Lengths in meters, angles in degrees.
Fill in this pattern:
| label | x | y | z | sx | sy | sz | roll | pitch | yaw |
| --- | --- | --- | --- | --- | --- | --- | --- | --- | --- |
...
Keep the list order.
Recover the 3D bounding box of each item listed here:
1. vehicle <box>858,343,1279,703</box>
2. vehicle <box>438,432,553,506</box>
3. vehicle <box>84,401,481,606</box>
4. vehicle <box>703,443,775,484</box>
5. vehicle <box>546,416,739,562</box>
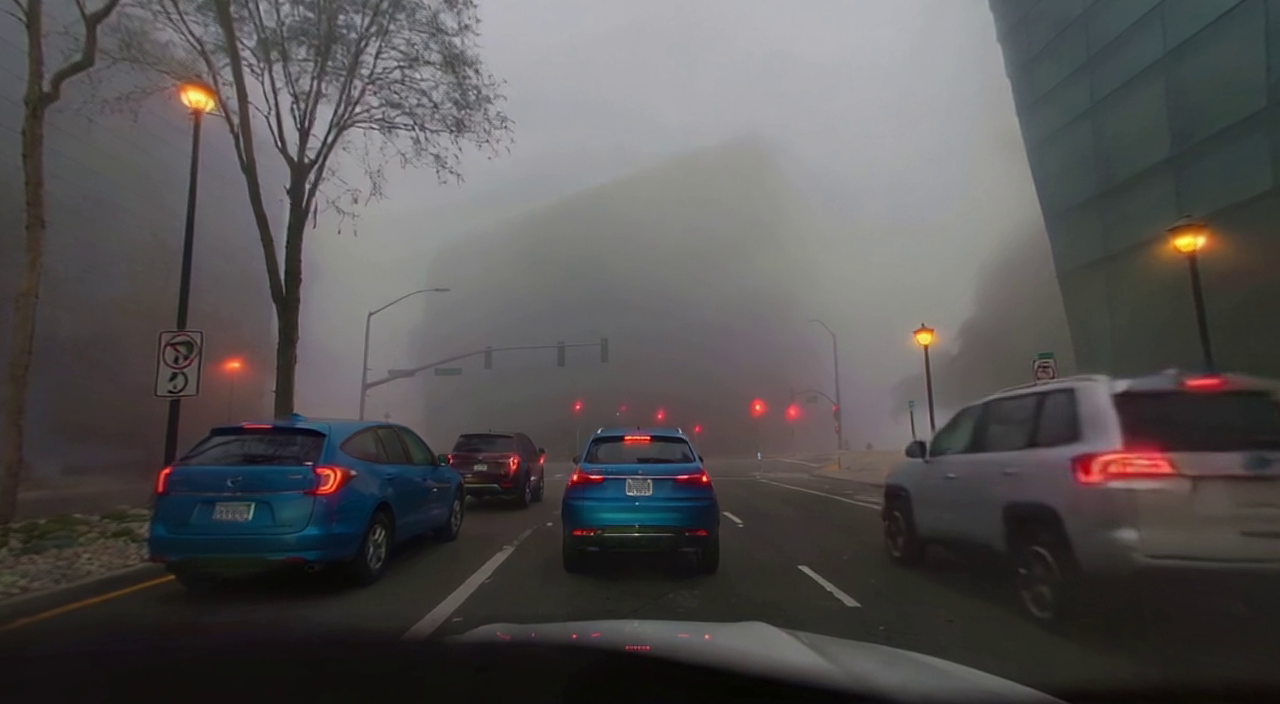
| label | x | y | z | sx | sy | sz | roll | pitch | yaw |
| --- | --- | --- | --- | --- | --- | --- | --- | --- | --- |
| vehicle | 3.721 | 1.186 | 5.487 | 2.026 | 1.819 | 4.579 | 0 | -8 | 0 |
| vehicle | -3.616 | 3.005 | 16.694 | 2.068 | 1.678 | 4.199 | 0 | -8 | 0 |
| vehicle | -3.544 | 1.588 | 7.525 | 2.083 | 1.691 | 4.398 | 0 | -8 | 1 |
| vehicle | 3.724 | 4.285 | 24.621 | 2.082 | 1.445 | 4.426 | 0 | -8 | 0 |
| vehicle | -0.006 | 1.881 | 9.413 | 2.207 | 1.659 | 4.155 | 0 | -8 | -1 |
